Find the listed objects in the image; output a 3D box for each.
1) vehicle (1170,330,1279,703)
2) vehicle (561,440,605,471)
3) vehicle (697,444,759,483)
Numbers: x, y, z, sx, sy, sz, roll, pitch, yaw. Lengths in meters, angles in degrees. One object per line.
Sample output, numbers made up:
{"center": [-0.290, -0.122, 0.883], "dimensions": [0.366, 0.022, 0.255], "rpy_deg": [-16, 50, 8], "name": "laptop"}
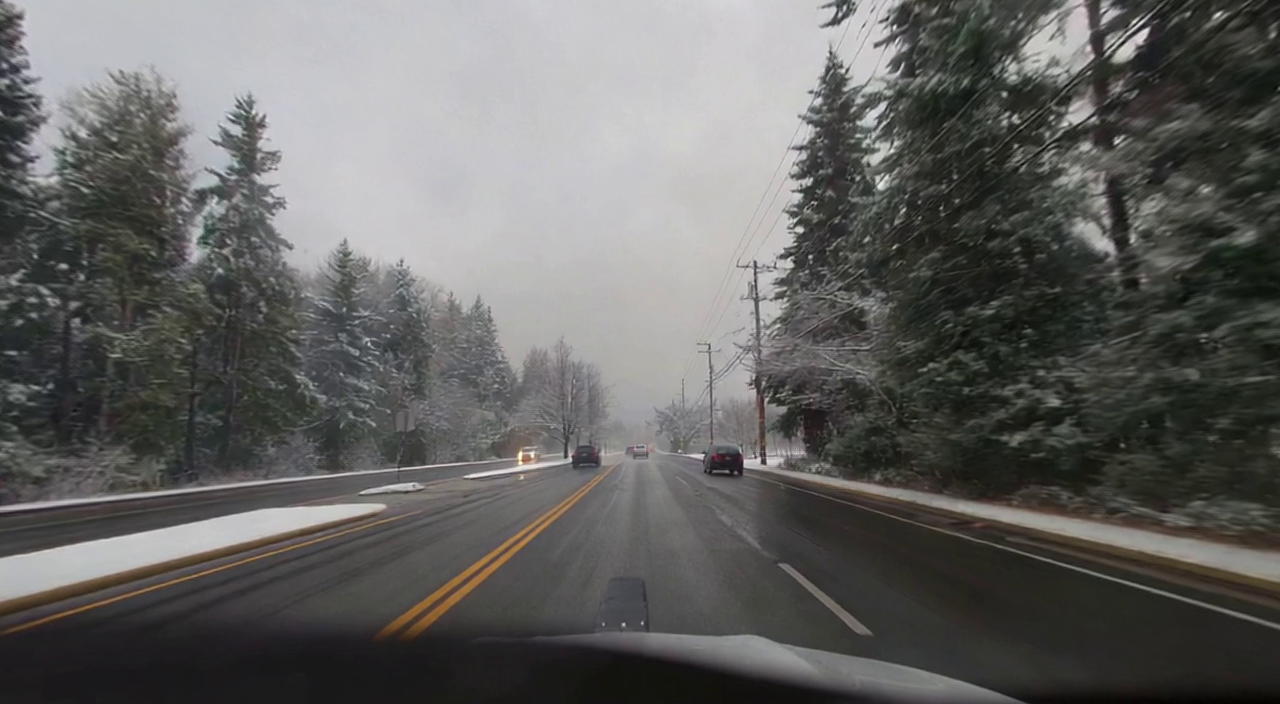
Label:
{"center": [3.419, 0.526, 0.455], "dimensions": [2.182, 1.744, 4.464], "rpy_deg": [0, -9, 1], "name": "vehicle"}
{"center": [-3.255, 6.056, 37.037], "dimensions": [2.066, 1.725, 4.241], "rpy_deg": [0, -9, 2], "name": "vehicle"}
{"center": [3.539, 4.573, 26.169], "dimensions": [1.906, 1.468, 4.422], "rpy_deg": [0, -9, -1], "name": "vehicle"}
